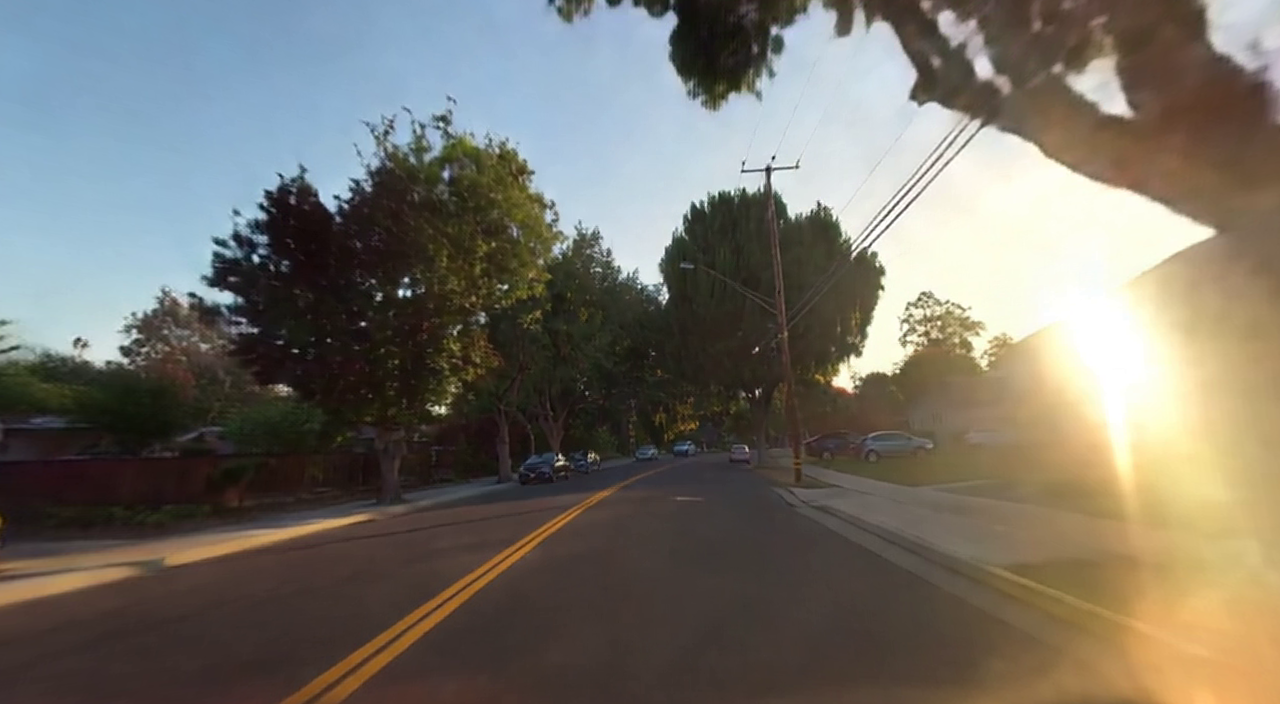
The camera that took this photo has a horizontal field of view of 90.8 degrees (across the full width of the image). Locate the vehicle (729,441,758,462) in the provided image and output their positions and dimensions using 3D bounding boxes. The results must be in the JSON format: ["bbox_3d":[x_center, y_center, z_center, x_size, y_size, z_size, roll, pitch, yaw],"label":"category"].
[{"bbox_3d":[8.065,7.710,48.943,1.972,1.460,4.137,-2,-8,11],"label":"vehicle"}]

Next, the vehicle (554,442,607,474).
[{"bbox_3d":[-3.307,6.050,35.749,1.972,1.536,4.347,-2,-13,8],"label":"vehicle"}]

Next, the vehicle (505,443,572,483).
[{"bbox_3d":[-4.473,5.092,28.579,1.886,1.494,4.149,-2,-13,7],"label":"vehicle"}]

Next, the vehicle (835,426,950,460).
[{"bbox_3d":[12.237,4.437,30.839,4.744,1.507,1.953,-1,-8,4],"label":"vehicle"}]
